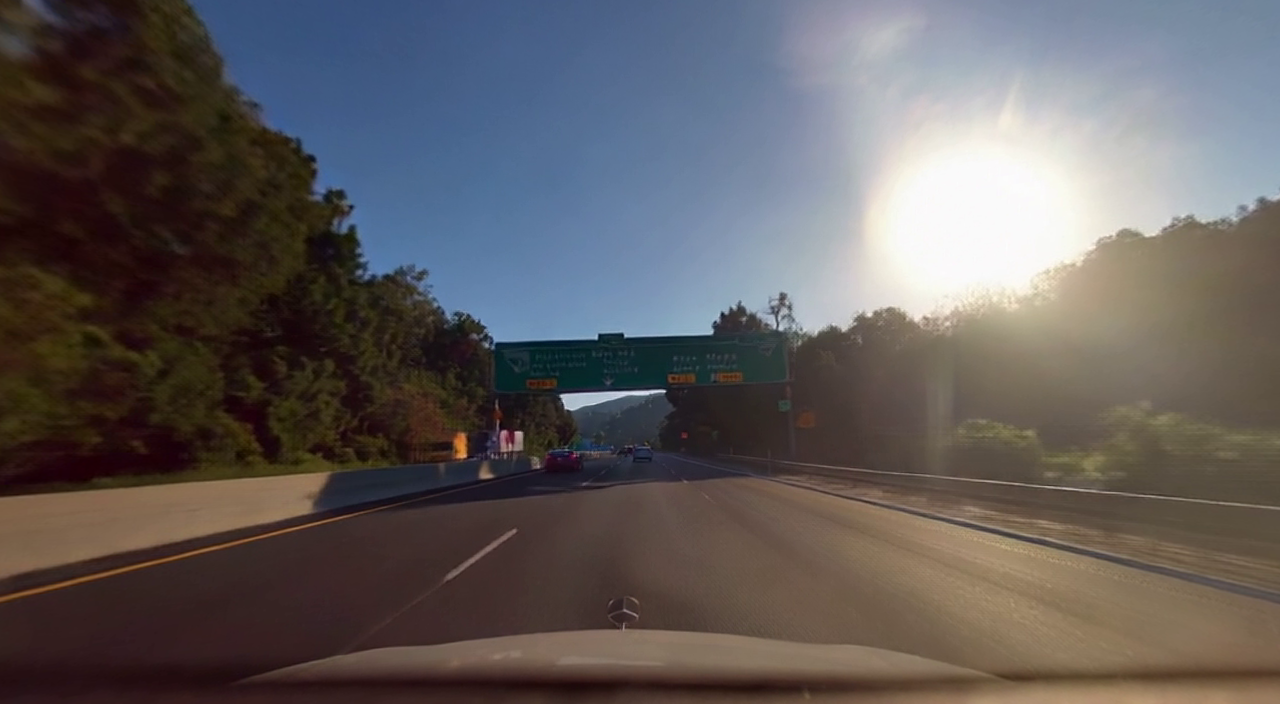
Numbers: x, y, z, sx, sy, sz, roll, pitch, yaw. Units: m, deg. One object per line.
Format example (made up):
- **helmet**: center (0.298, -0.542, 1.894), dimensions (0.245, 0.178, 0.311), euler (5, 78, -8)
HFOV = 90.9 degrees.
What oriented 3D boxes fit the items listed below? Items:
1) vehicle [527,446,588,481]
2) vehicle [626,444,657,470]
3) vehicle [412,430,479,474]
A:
- **vehicle**: center (-3.711, 5.123, 29.376), dimensions (2.157, 1.483, 4.601), euler (0, -9, 1)
- **vehicle**: center (0.088, 6.969, 41.976), dimensions (2.011, 1.590, 3.607), euler (0, -9, 0)
- **vehicle**: center (-13.372, 6.938, 43.927), dimensions (2.485, 2.795, 6.720), euler (0, -9, 0)
